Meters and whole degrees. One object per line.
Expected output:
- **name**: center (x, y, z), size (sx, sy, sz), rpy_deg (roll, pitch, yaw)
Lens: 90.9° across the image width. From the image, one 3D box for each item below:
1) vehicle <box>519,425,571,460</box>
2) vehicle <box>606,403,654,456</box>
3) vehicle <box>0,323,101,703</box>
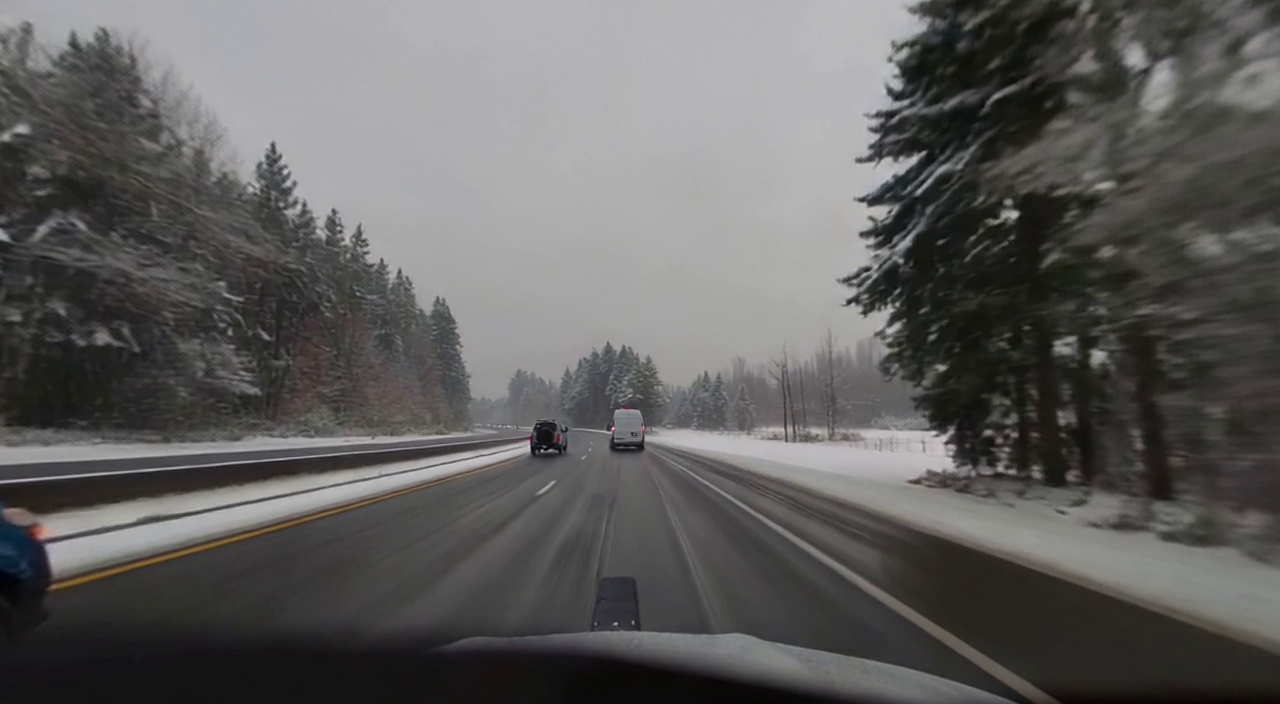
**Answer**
- **vehicle**: center (-4.836, 4.684, 32.748), size (2.110, 1.636, 4.453), rpy_deg (0, -8, -2)
- **vehicle**: center (-0.719, 4.714, 38.024), size (2.647, 2.896, 6.480), rpy_deg (0, -8, -3)
- **vehicle**: center (-3.904, 0.495, 0.921), size (2.069, 1.751, 4.720), rpy_deg (0, -8, -1)
